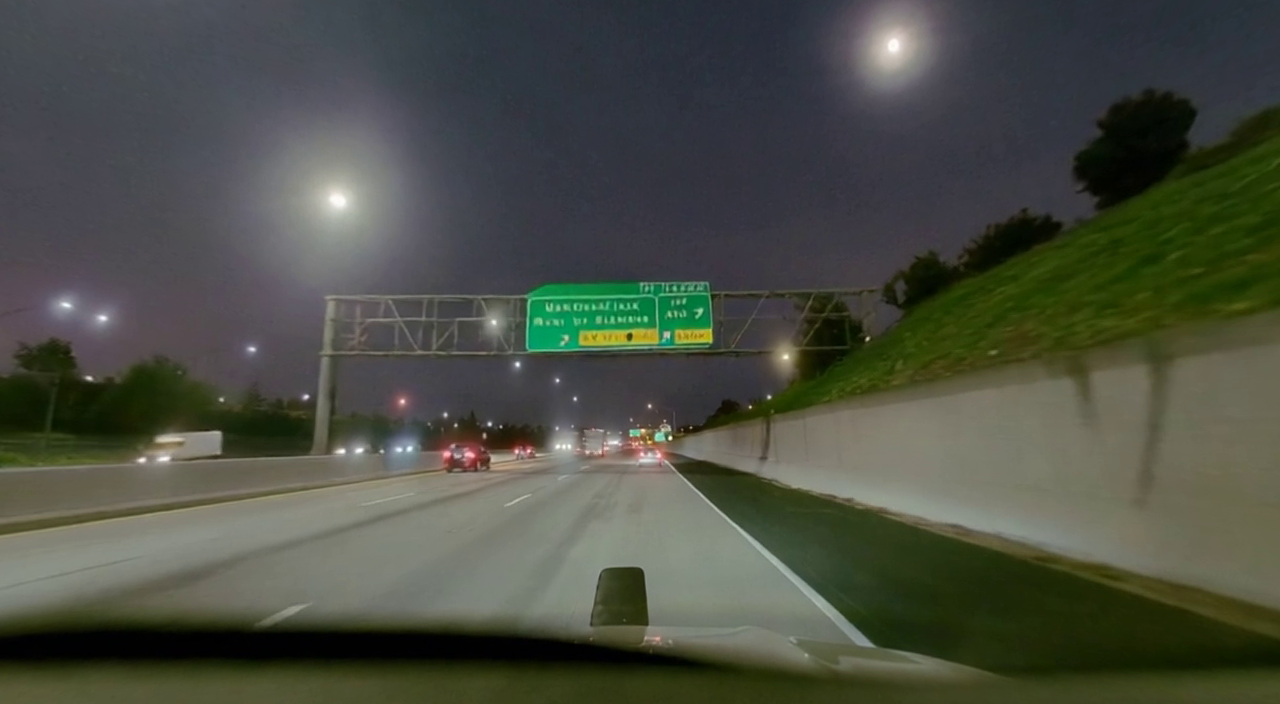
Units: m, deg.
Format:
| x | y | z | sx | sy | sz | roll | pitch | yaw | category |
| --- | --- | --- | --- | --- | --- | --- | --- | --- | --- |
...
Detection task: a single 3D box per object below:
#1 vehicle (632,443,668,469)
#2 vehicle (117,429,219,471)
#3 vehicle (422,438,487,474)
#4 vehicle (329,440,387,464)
| x | y | z | sx | sy | sz | roll | pitch | yaw | category |
| --- | --- | --- | --- | --- | --- | --- | --- | --- | --- |
| 0.638 | 6.401 | 39.025 | 2.137 | 1.461 | 3.999 | 0 | -8 | 1 | vehicle |
| -30.687 | 6.371 | 41.360 | 2.261 | 2.501 | 5.877 | 0 | -8 | -2 | vehicle |
| -8.851 | 4.964 | 30.448 | 1.954 | 1.605 | 4.023 | 0 | -8 | -1 | vehicle |
| -19.378 | 6.867 | 43.509 | 1.870 | 1.567 | 4.567 | 0 | -8 | 0 | vehicle |
